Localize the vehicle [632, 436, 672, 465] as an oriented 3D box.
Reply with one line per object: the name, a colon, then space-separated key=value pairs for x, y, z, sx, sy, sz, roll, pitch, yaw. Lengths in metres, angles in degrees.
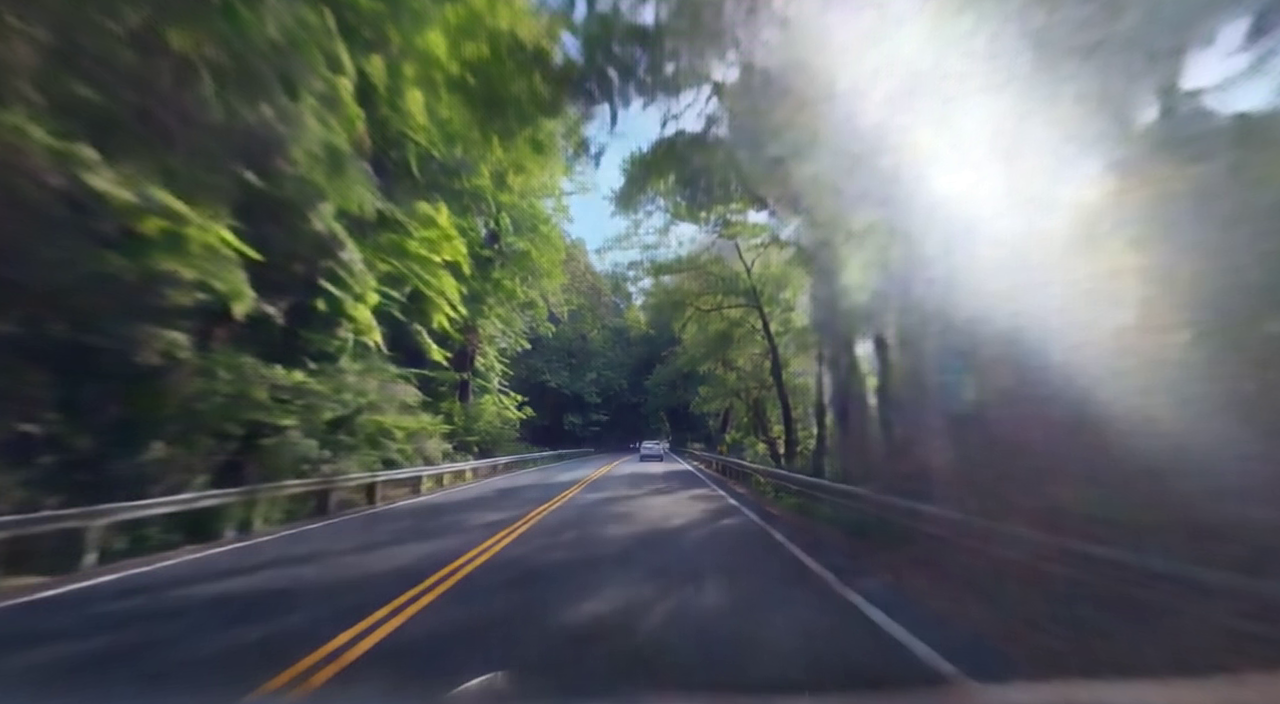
vehicle: x=0.660 y=5.555 z=35.759 sx=2.120 sy=1.491 sz=4.349 roll=0 pitch=-8 yaw=1
